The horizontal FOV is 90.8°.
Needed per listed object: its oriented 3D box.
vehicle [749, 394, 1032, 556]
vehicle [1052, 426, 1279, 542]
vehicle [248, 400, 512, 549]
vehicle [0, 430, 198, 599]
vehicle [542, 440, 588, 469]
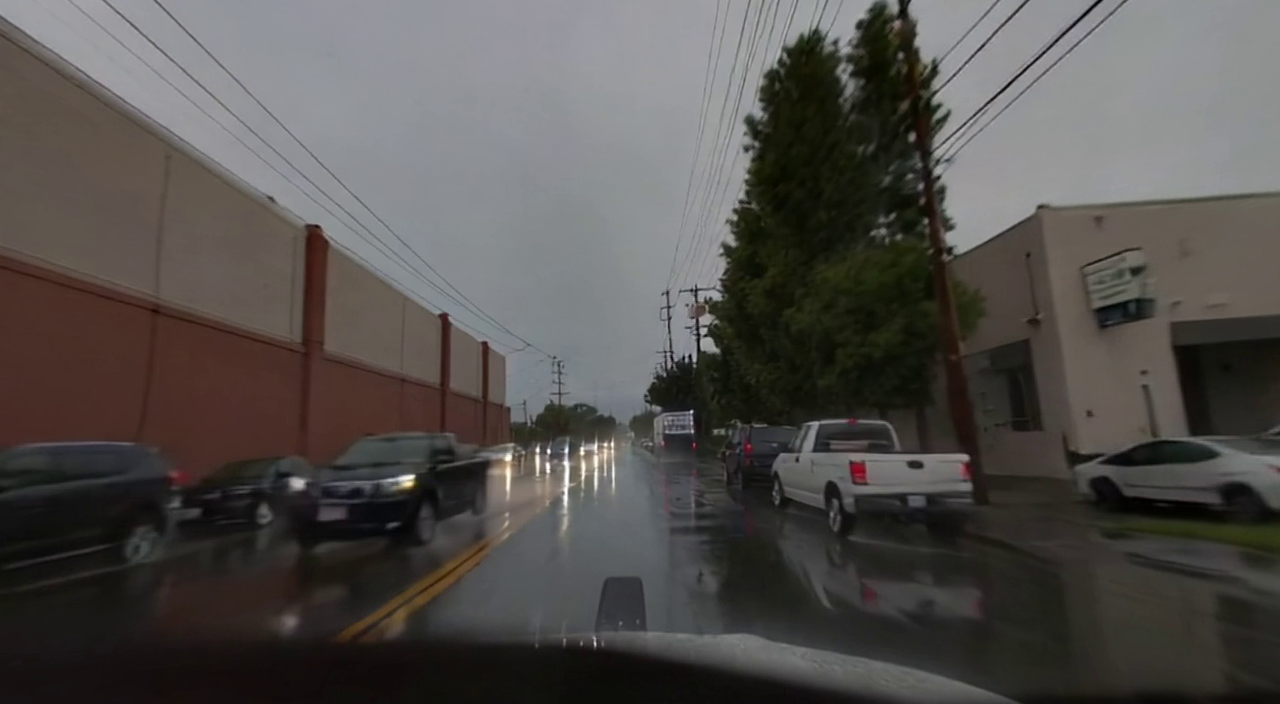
[{"bbox_3d":[3.583,1.914,10.745,2.218,1.956,5.916,0,-8,-2],"label":"vehicle"},{"bbox_3d":[8.509,1.823,9.296,1.798,1.370,4.191,-2,-9,-4],"label":"vehicle"},{"bbox_3d":[-4.095,2.052,11.442,2.275,1.999,5.723,0,-8,1],"label":"vehicle"},{"bbox_3d":[-7.690,1.844,7.316,1.933,1.754,4.514,-3,-7,0],"label":"vehicle"},{"bbox_3d":[-4.084,5.660,35.260,1.966,1.482,4.473,0,-8,1],"label":"vehicle"}]
